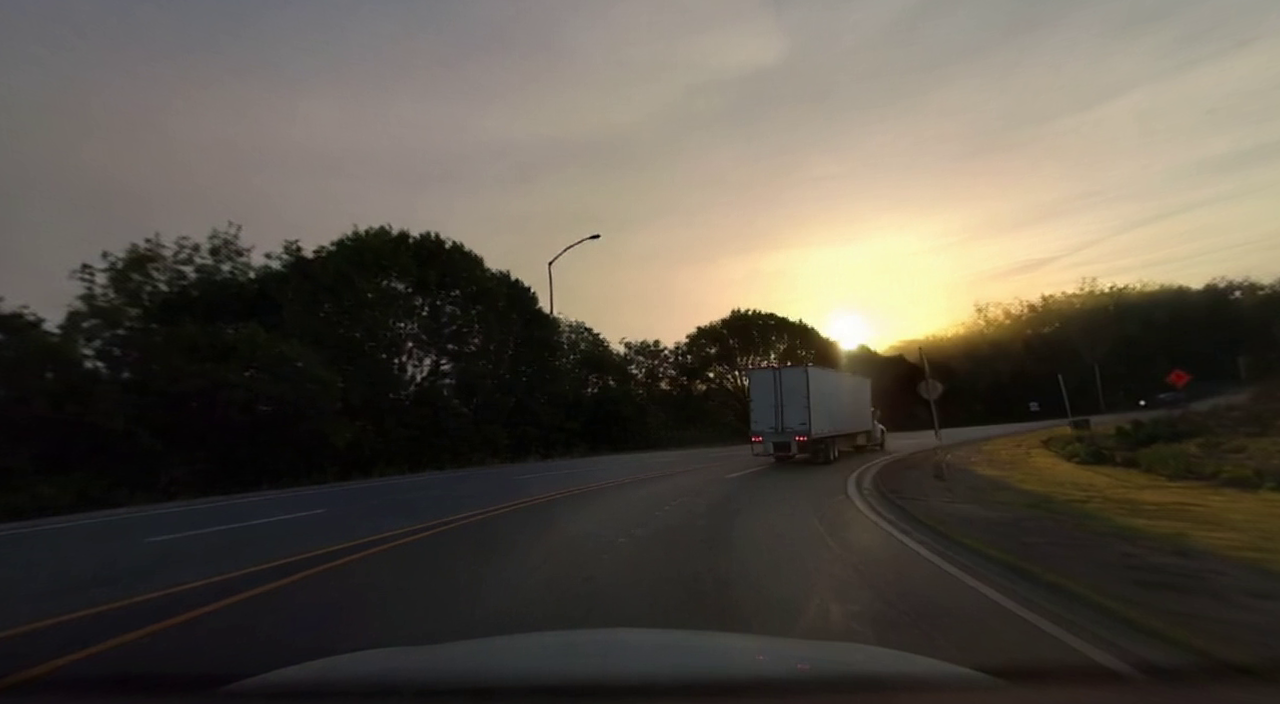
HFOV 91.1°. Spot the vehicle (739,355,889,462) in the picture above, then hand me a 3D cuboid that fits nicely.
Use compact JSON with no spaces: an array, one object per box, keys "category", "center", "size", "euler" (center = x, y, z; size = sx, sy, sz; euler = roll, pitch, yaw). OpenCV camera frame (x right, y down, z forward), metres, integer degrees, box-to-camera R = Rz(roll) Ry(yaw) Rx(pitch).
[{"category":"vehicle","center":[7.843,2.657,26.960],"size":[2.837,3.712,10.484],"euler":[-6,-10,34]}]
